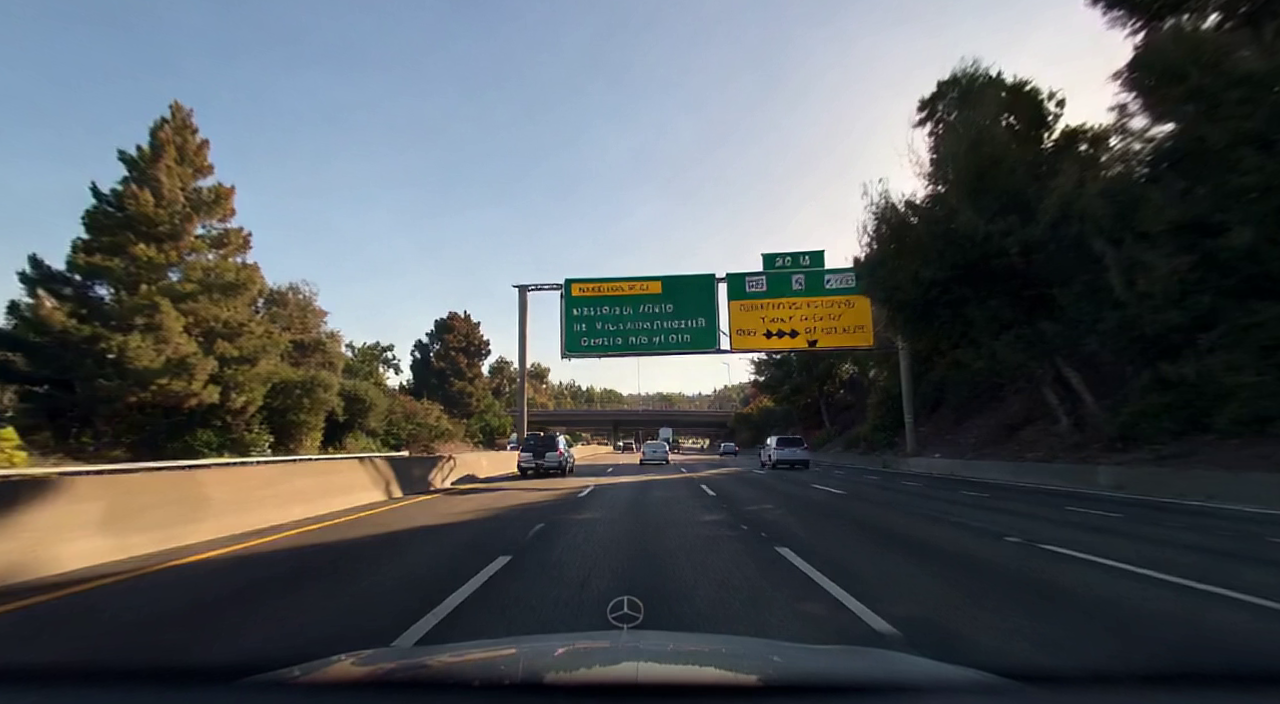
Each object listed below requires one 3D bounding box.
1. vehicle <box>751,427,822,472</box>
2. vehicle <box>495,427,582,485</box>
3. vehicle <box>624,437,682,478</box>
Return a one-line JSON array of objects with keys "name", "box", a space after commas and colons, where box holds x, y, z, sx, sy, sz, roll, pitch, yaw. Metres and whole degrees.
[{"name": "vehicle", "box": [6.826, 4.632, 30.011, 2.094, 1.916, 5.099, 0, -9, 0]}, {"name": "vehicle", "box": [-3.259, 3.485, 21.296, 2.140, 1.720, 4.410, 0, -9, 1]}, {"name": "vehicle", "box": [0.490, 4.105, 24.776, 2.071, 1.464, 4.162, 0, -9, 0]}]
